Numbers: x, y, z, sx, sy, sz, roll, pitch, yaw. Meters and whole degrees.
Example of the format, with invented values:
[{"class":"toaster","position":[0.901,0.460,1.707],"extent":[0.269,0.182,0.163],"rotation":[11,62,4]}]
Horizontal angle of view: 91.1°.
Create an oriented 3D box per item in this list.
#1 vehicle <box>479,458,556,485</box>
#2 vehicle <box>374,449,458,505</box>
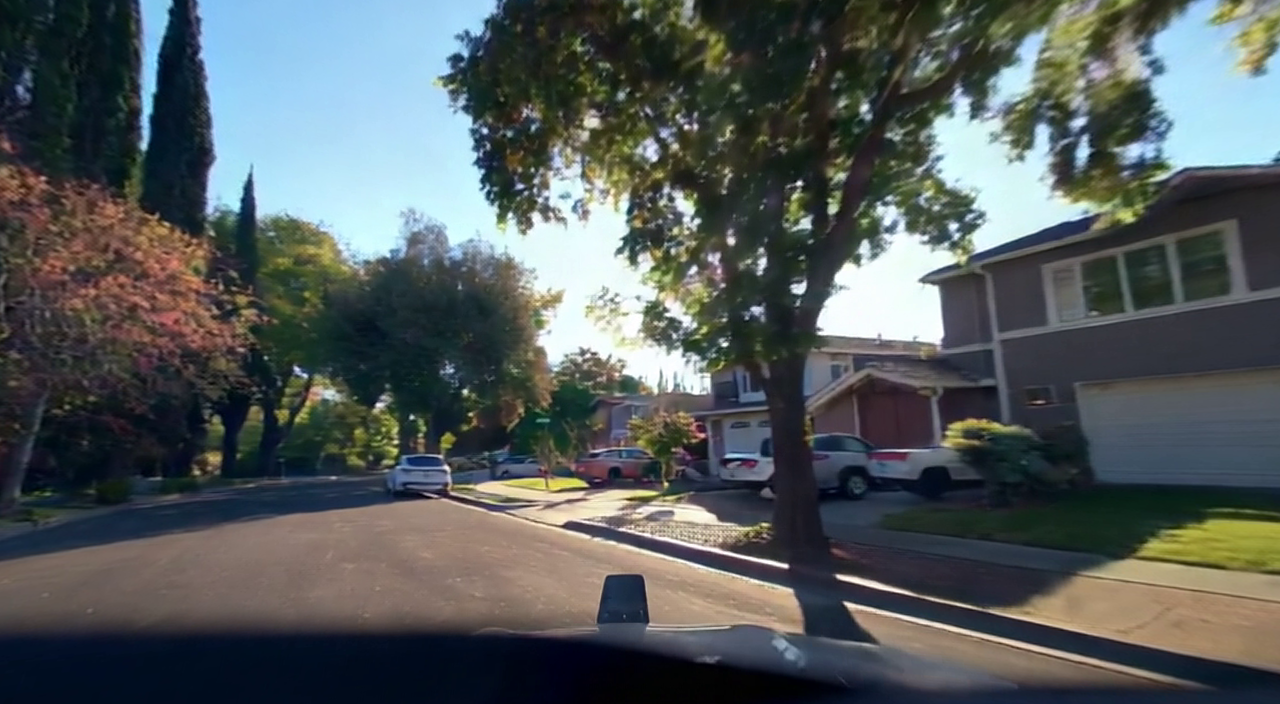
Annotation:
[{"class":"vehicle","position":[-7.513,7.286,38.553],"extent":[4.457,1.510,1.762],"rotation":[2,-9,-13]},{"class":"vehicle","position":[-8.415,4.535,23.345],"extent":[2.163,1.760,4.591],"rotation":[5,-10,-28]}]
